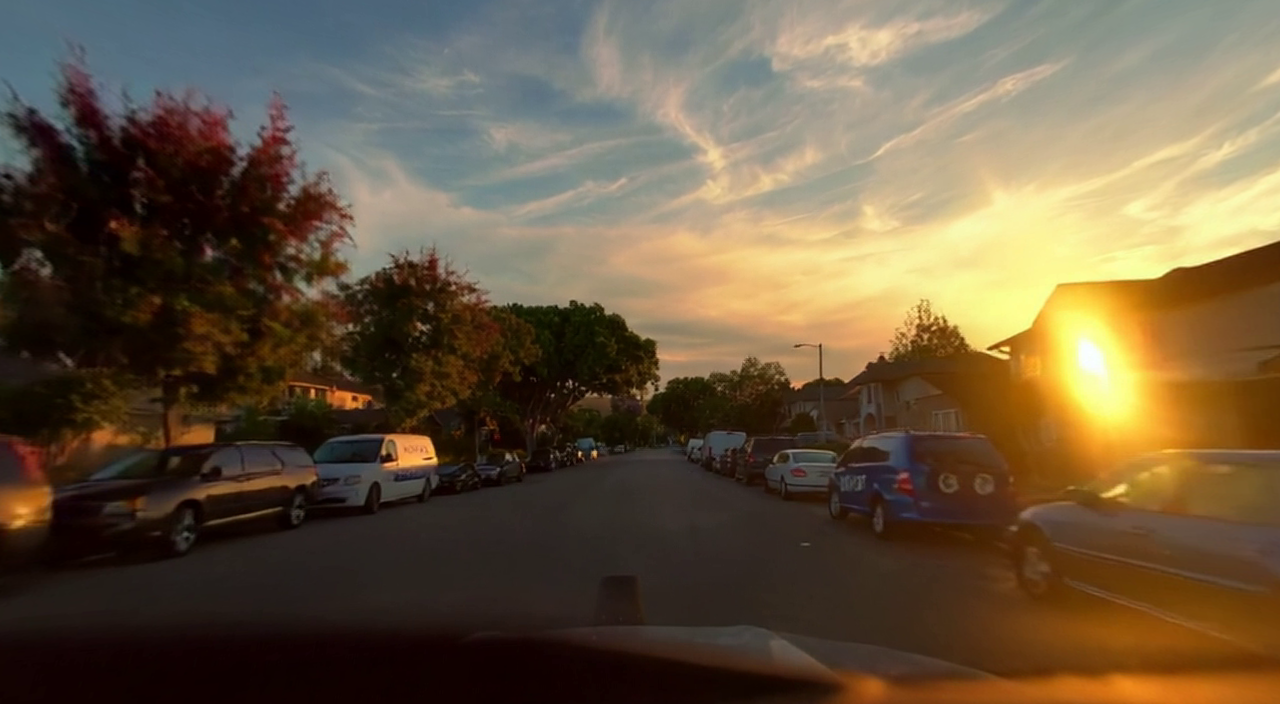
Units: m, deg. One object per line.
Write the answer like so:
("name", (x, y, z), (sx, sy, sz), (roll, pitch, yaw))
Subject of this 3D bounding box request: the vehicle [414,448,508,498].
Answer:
("vehicle", (-6.312, 4.287, 22.865), (1.840, 1.476, 4.739), (-2, -8, 3))

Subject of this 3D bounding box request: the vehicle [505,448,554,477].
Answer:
("vehicle", (-6.282, 6.333, 36.514), (1.869, 1.467, 4.921), (-1, -9, 1))

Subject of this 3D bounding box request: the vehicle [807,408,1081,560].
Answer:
("vehicle", (4.369, 1.990, 10.311), (1.985, 1.819, 5.163), (0, -9, 1))

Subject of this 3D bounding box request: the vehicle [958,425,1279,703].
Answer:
("vehicle", (4.241, 1.236, 4.060), (1.845, 1.475, 4.997), (0, -9, 1))

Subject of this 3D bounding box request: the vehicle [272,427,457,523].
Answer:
("vehicle", (-6.760, 3.057, 16.491), (2.085, 1.997, 5.755), (-2, -8, 2))

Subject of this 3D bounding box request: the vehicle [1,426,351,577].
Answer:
("vehicle", (-7.056, 2.290, 10.624), (1.891, 1.780, 5.240), (-3, -9, 1))

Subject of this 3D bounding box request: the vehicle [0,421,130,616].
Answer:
("vehicle", (-7.056, 1.323, 4.280), (1.965, 1.797, 6.086), (-3, -10, 2))
